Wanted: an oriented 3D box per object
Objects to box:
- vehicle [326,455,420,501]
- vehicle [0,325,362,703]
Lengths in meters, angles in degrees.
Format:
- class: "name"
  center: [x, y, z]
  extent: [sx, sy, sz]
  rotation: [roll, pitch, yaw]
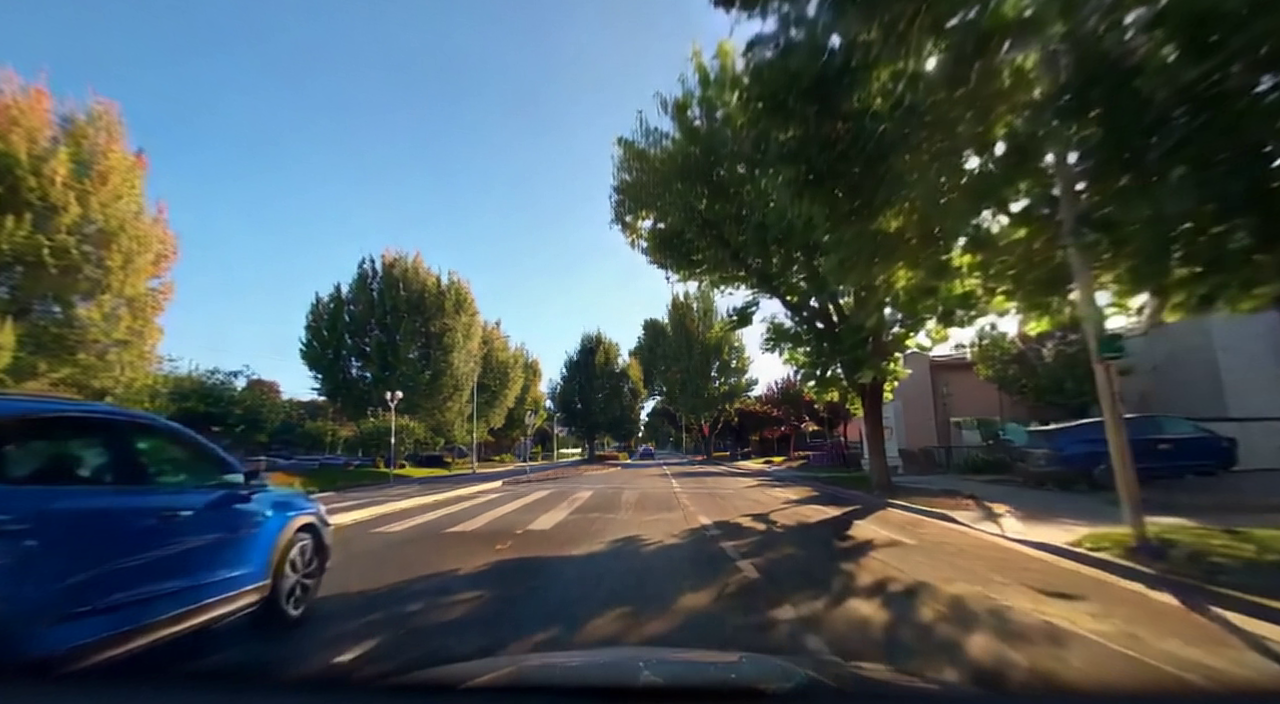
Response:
- class: "vehicle"
  center: [-10.698, 5.047, 25.625]
  extent: [1.813, 1.578, 4.332]
  rotation: [-1, -8, 2]
- class: "vehicle"
  center: [-3.628, 0.983, 3.466]
  extent: [2.251, 1.800, 4.959]
  rotation: [0, -9, -4]
